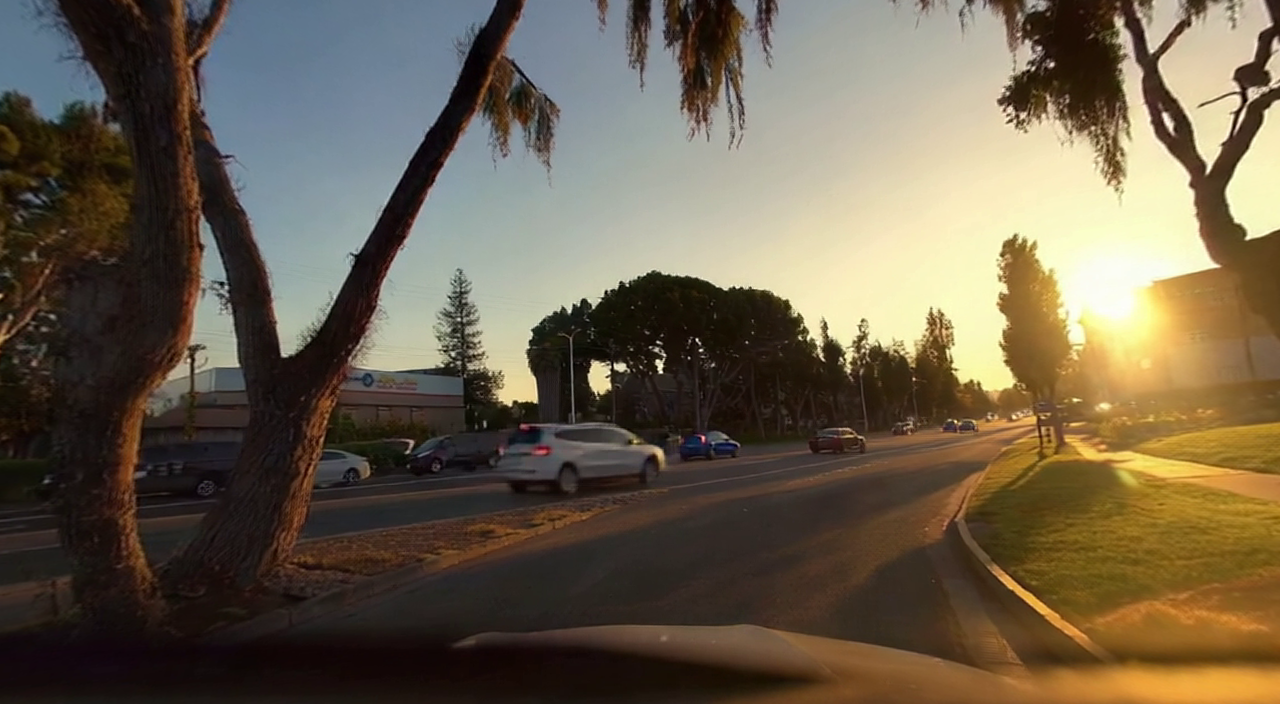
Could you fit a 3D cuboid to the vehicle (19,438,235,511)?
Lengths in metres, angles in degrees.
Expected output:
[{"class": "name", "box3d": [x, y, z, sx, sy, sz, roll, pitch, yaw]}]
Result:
[{"class": "vehicle", "box3d": [-16.299, 3.825, 20.376, 2.294, 2.000, 4.788, -7, -10, 31]}]

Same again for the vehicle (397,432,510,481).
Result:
[{"class": "vehicle", "box3d": [-9.065, 5.030, 31.046, 2.134, 1.924, 4.911, -6, -6, 40]}]

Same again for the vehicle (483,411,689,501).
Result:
[{"class": "vehicle", "box3d": [-1.290, 2.560, 16.277, 2.517, 1.936, 4.748, -9, -10, 44]}]

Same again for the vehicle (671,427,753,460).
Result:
[{"class": "vehicle", "box3d": [4.005, 5.011, 34.473, 2.183, 1.651, 4.928, -7, -11, 37]}]

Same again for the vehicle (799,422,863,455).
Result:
[{"class": "vehicle", "box3d": [12.025, 5.401, 39.516, 1.954, 1.639, 5.229, -8, -8, 38]}]

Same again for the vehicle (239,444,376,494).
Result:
[{"class": "vehicle", "box3d": [-13.055, 4.553, 25.061, 1.904, 1.719, 4.326, -6, -10, 36]}]
